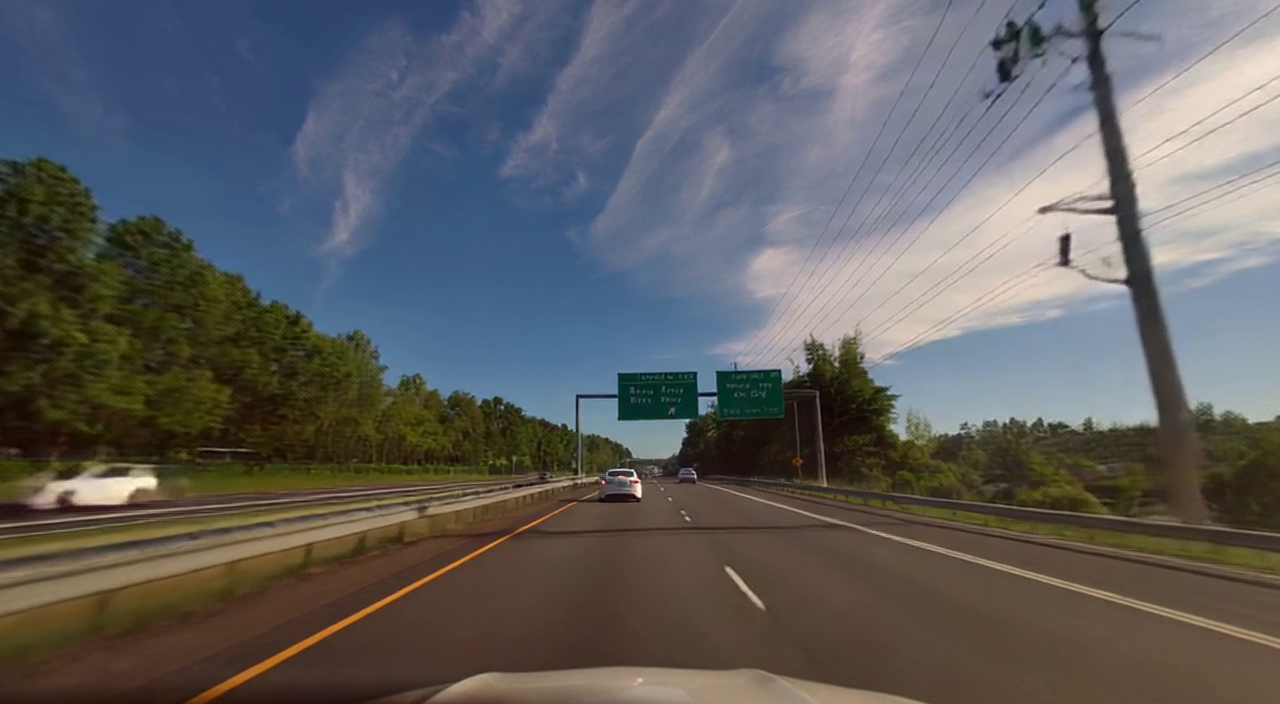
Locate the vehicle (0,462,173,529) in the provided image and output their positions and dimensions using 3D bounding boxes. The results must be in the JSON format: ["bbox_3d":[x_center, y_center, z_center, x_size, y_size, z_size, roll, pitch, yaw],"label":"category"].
[{"bbox_3d":[-15.264,3.766,17.039,1.812,1.510,4.420,1,-10,0],"label":"vehicle"}]

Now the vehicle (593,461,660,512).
[{"bbox_3d":[-0.409,4.418,21.010,1.987,1.480,3.786,1,-10,0],"label":"vehicle"}]
